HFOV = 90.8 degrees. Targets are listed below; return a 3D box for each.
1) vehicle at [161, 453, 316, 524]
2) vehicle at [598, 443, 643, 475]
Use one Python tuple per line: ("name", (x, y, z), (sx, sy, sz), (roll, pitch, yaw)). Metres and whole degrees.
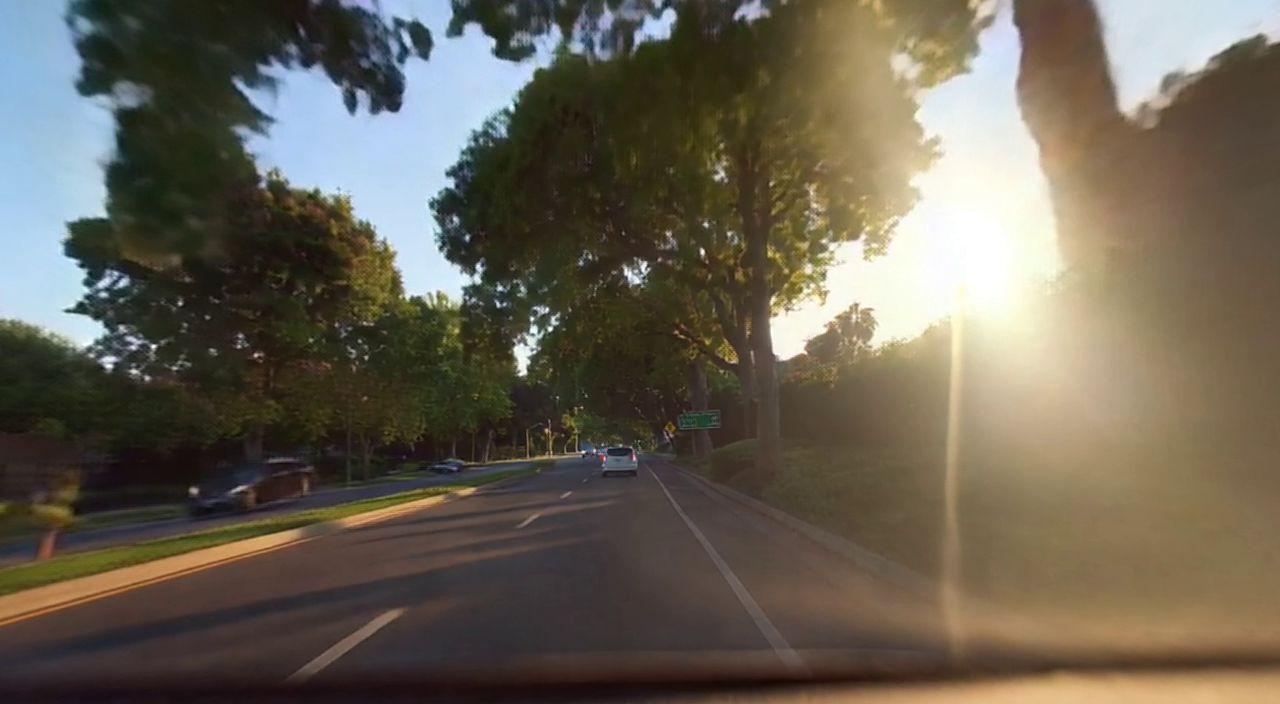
("vehicle", (-12.047, 4.057, 19.401), (1.954, 1.680, 4.530), (-5, -8, -2))
("vehicle", (-0.926, 5.339, 31.775), (2.111, 1.466, 4.223), (0, -9, 0))
